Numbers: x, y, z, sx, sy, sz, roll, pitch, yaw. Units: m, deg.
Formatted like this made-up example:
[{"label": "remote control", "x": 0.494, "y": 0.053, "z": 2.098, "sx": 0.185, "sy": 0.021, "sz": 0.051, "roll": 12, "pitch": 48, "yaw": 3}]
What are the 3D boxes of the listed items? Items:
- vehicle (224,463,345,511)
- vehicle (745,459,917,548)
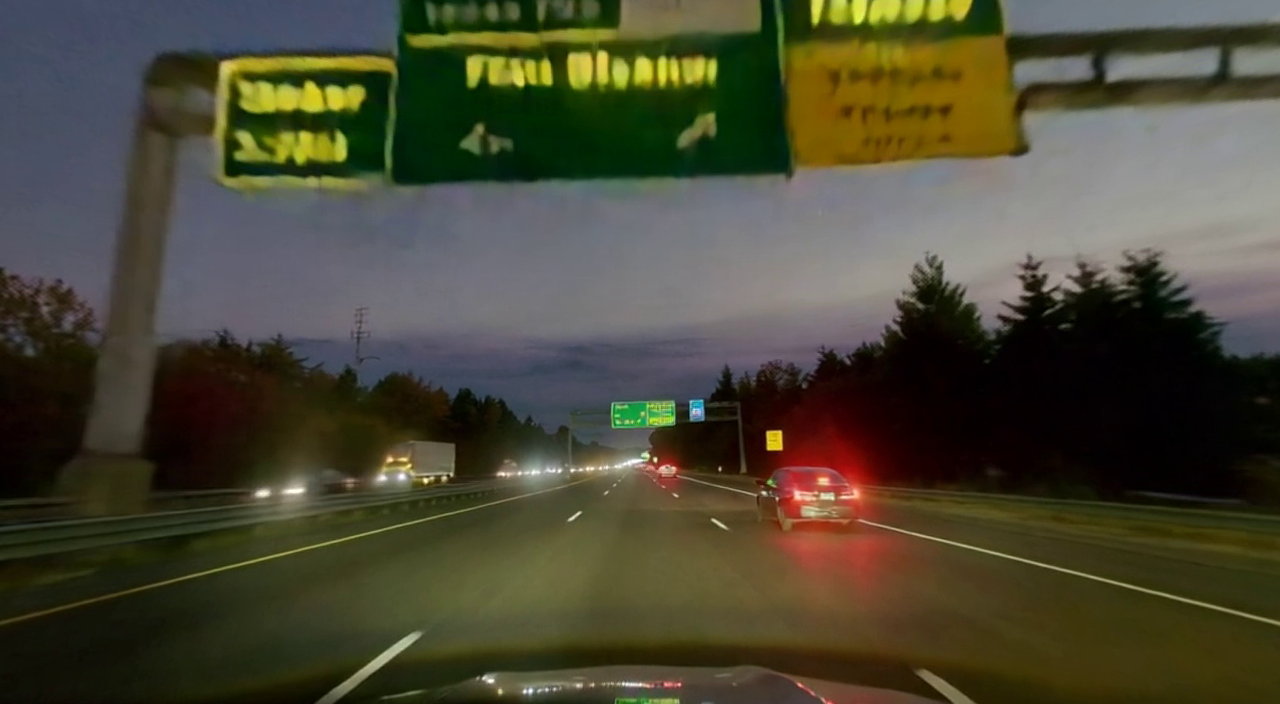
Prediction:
[{"label": "vehicle", "x": -12.162, "y": 4.630, "z": 21.874, "sx": 1.858, "sy": 1.446, "sz": 3.923, "roll": 1, "pitch": -10, "yaw": 0}, {"label": "vehicle", "x": 3.645, "y": 3.007, "z": 13.051, "sx": 2.051, "sy": 1.472, "sz": 4.547, "roll": 1, "pitch": -10, "yaw": -1}]
